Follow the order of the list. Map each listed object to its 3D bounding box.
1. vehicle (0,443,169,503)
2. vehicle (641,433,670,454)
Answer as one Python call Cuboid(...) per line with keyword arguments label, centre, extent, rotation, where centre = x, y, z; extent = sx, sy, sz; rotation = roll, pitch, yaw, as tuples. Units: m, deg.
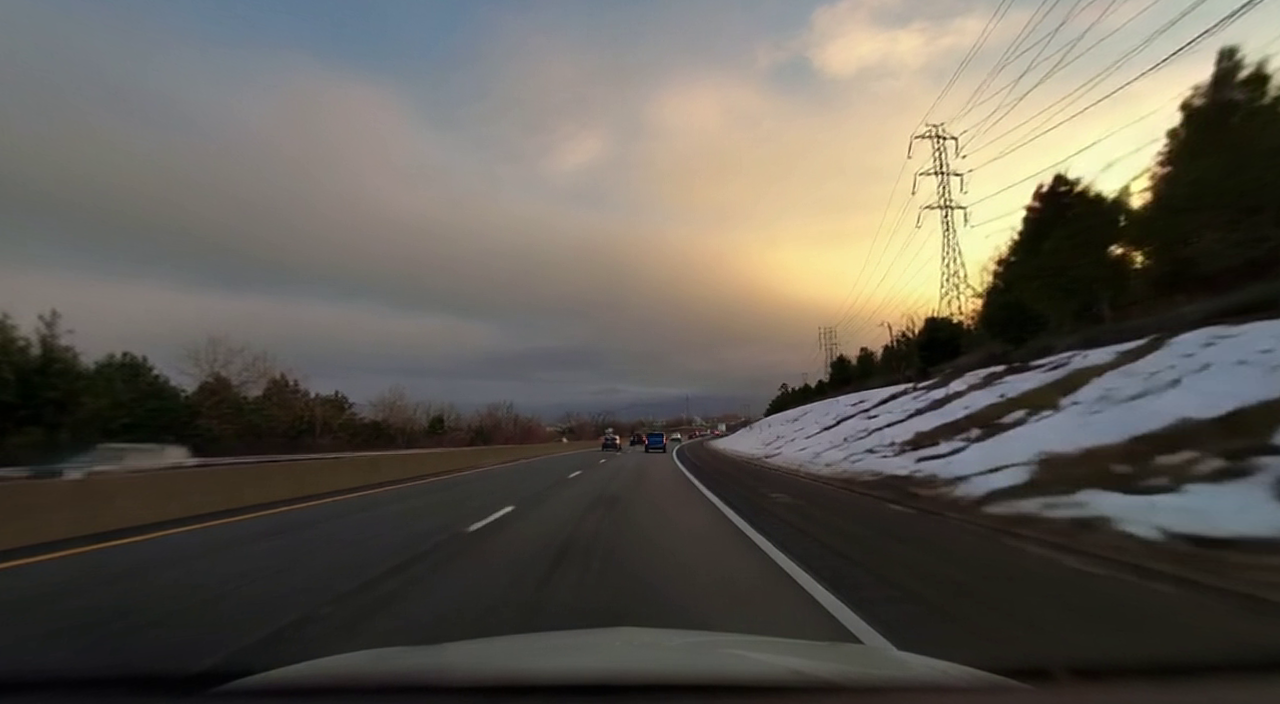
Cuboid(label="vehicle", centre=(-17.835, 3.761, 20.092), extent=(1.925, 1.628, 4.630), rotation=(0, -8, 1))
Cuboid(label="vehicle", centre=(1.212, 6.939, 47.870), extent=(2.077, 1.523, 4.206), rotation=(0, -8, 3))
